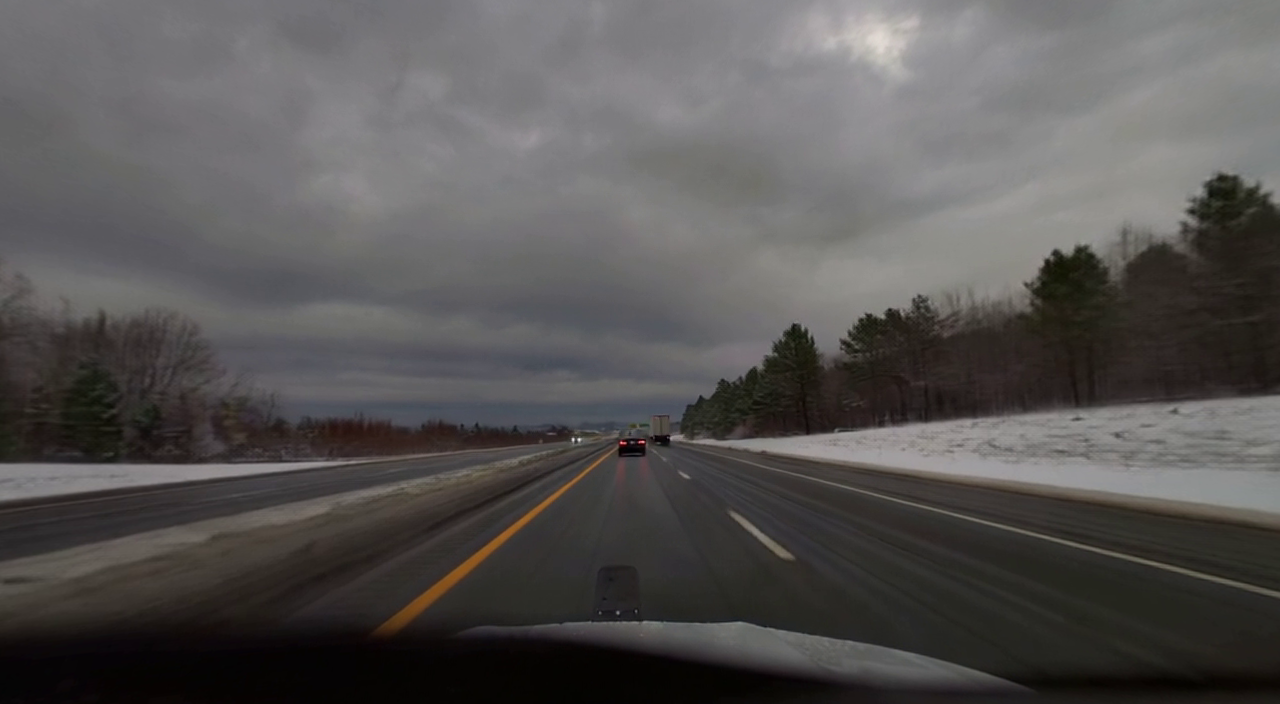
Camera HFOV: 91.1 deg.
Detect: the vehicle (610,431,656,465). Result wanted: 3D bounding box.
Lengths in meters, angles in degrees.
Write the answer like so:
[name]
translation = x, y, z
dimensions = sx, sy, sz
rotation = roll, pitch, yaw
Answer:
[vehicle]
translation = -0.400, 4.945, 32.741
dimensions = 2.216, 1.623, 4.220
rotation = 0, -8, -1
